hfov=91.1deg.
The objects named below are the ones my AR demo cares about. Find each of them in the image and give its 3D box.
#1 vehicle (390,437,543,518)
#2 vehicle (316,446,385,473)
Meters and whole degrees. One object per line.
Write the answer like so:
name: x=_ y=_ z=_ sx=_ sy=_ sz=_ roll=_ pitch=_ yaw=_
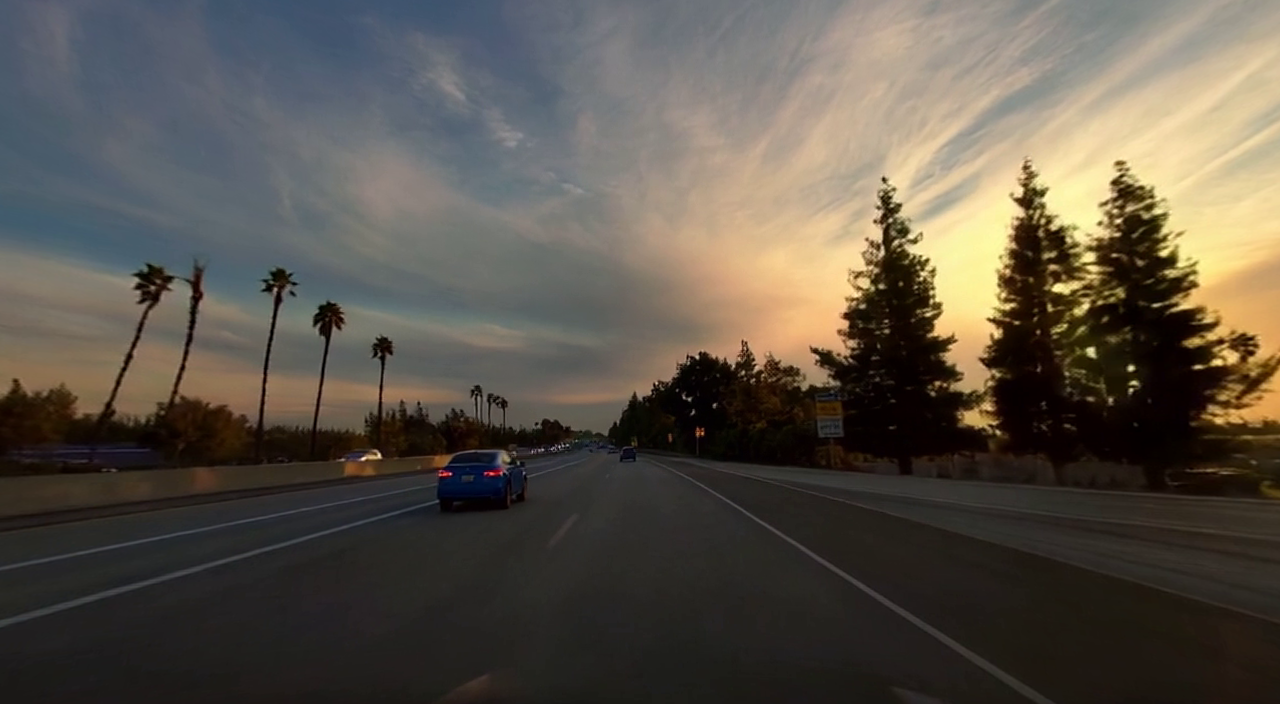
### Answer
vehicle: x=-3.762 y=2.799 z=14.672 sx=2.092 sy=1.562 sz=4.748 roll=0 pitch=-8 yaw=1
vehicle: x=-16.843 y=6.242 z=36.771 sx=1.910 sy=1.438 sz=4.552 roll=0 pitch=-8 yaw=0
